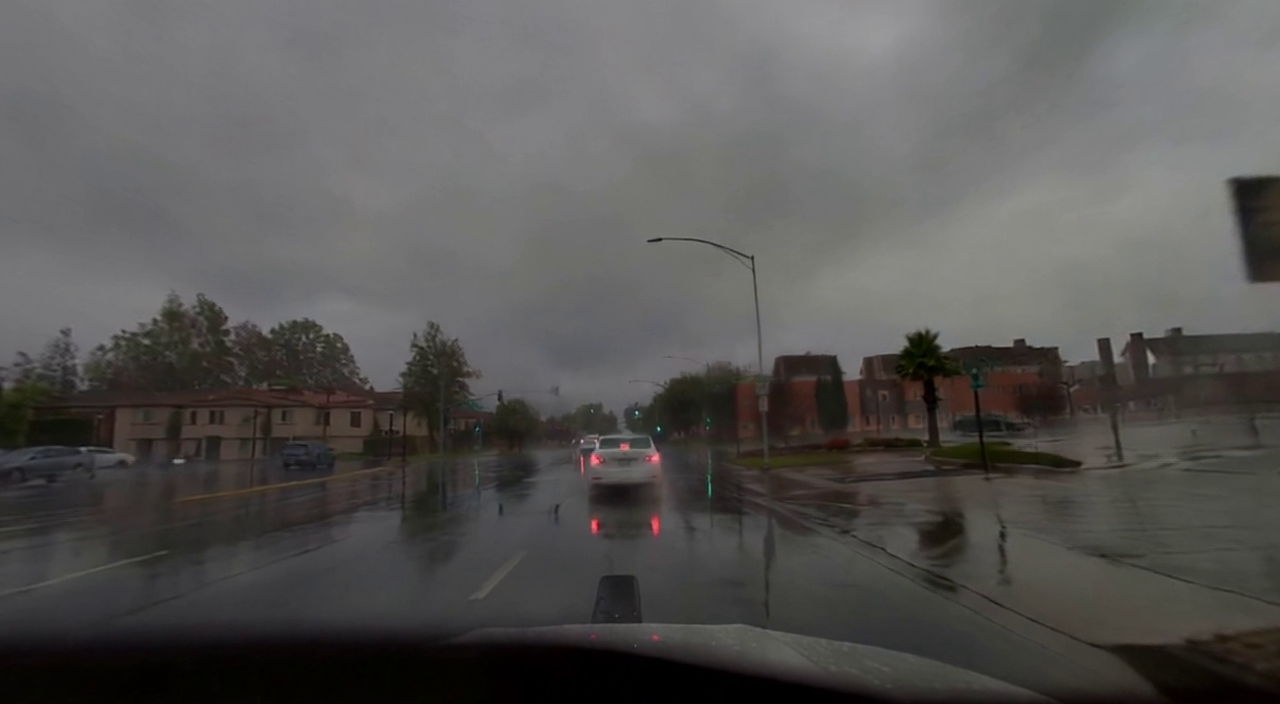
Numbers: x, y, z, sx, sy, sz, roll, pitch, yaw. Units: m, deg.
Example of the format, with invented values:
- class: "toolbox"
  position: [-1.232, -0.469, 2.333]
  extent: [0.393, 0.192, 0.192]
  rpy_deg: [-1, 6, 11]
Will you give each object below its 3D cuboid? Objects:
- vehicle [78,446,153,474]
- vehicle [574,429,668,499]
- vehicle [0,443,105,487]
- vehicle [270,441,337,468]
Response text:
- class: "vehicle"
  position: [-36.171, 7.422, 43.700]
  extent: [1.757, 1.803, 4.000]
  rpy_deg: [0, -9, -2]
- class: "vehicle"
  position: [-0.377, 2.774, 15.919]
  extent: [2.060, 1.526, 3.859]
  rpy_deg: [0, -9, 1]
- class: "vehicle"
  position: [-23.719, 4.361, 24.299]
  extent: [1.974, 1.470, 4.892]
  rpy_deg: [-5, -7, 2]
- class: "vehicle"
  position: [-22.860, 6.974, 43.175]
  extent: [1.990, 1.752, 4.673]
  rpy_deg: [0, -9, 0]
